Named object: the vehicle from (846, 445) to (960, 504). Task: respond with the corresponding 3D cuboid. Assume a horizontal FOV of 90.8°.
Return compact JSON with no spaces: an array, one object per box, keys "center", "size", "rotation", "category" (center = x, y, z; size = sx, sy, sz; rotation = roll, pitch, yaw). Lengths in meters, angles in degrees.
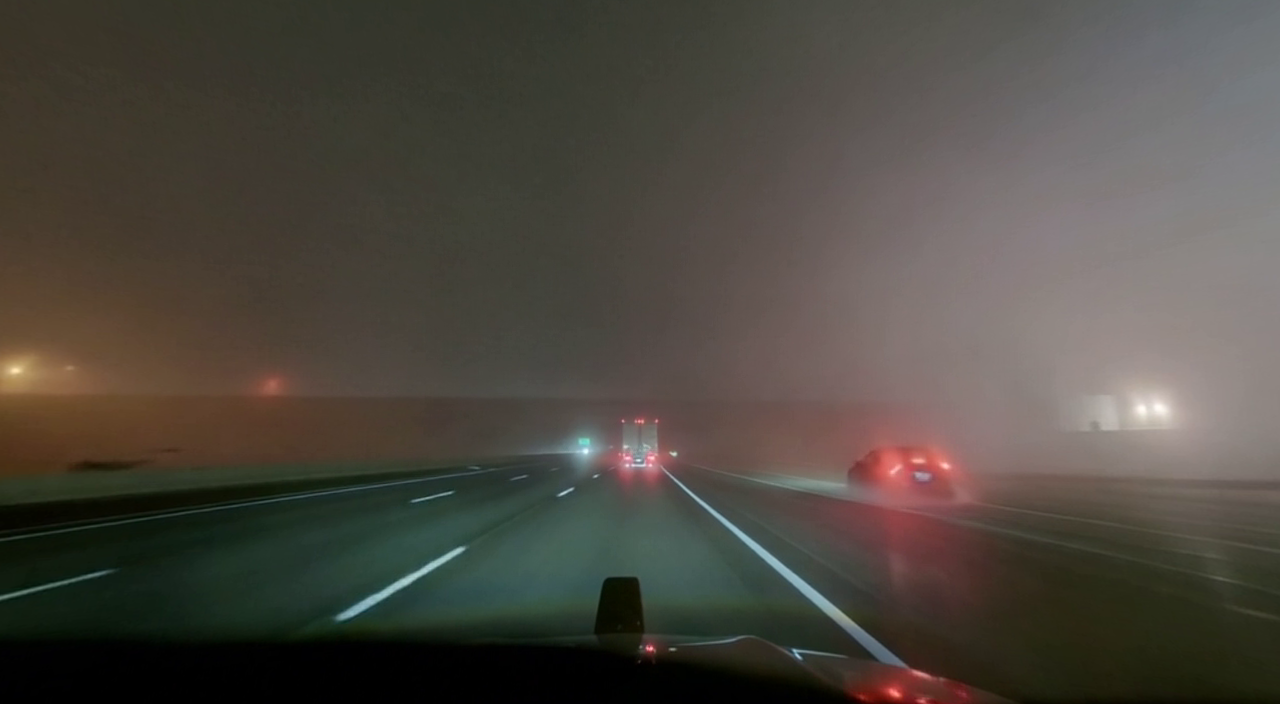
[{"center":[7.297,3.410,17.897],"size":[1.660,1.497,3.594],"rotation":[0,-9,1],"category":"vehicle"}]
